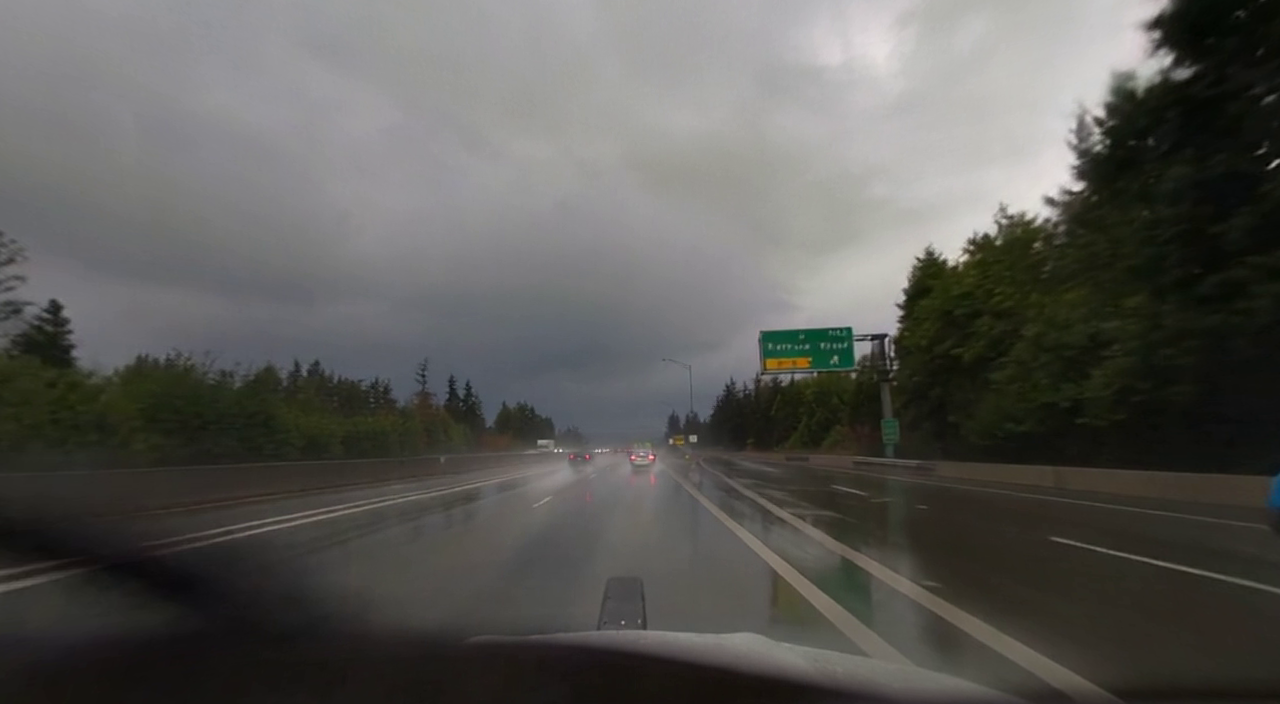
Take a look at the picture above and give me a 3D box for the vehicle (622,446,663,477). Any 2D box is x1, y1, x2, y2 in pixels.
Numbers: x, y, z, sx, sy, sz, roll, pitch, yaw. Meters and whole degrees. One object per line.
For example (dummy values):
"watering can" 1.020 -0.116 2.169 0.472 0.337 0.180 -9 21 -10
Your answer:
"vehicle" 0.082 5.612 32.465 2.002 1.449 3.612 0 -9 -1

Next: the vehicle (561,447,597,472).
"vehicle" -3.863 6.847 40.446 1.877 1.504 3.799 0 -9 1
